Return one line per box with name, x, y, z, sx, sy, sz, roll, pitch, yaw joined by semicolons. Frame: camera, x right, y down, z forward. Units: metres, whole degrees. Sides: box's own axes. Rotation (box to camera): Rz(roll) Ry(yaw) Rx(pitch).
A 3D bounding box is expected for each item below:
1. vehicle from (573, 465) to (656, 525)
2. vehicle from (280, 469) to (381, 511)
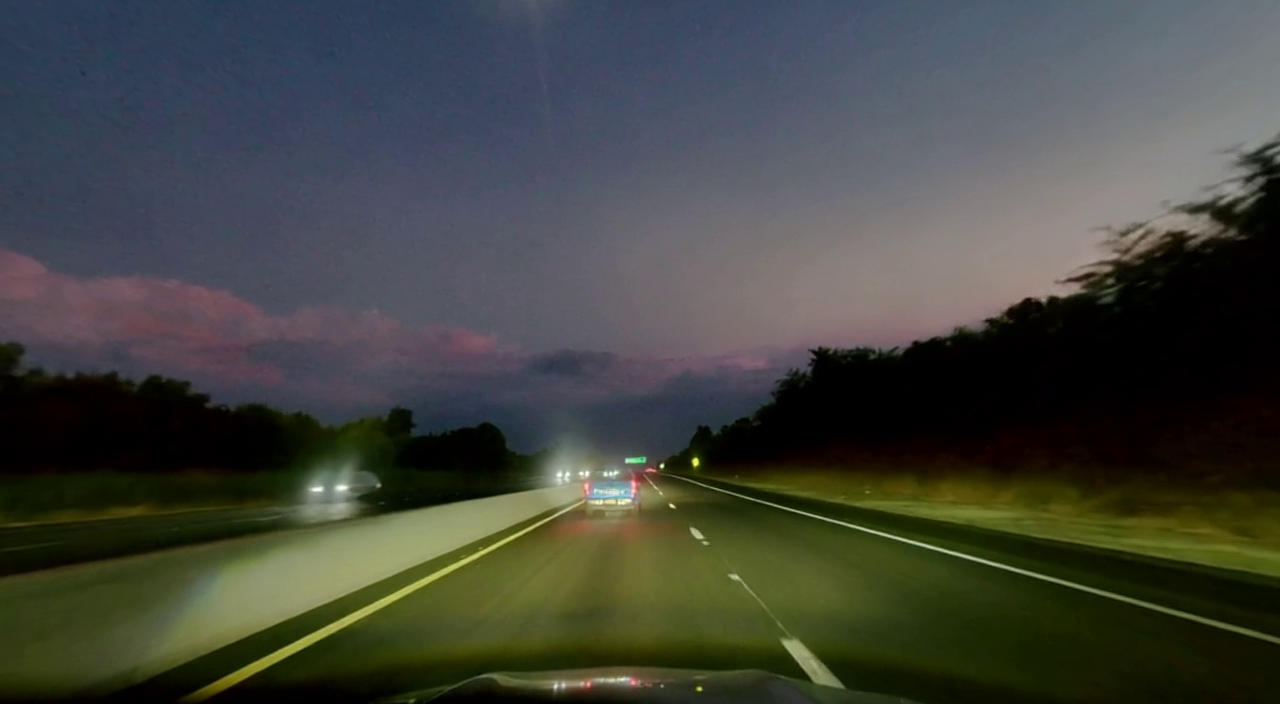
vehicle;-0.630;4.192;18.953;2.135;1.506;5.041;1;-10;1
vehicle;-13.414;6.002;27.746;2.067;1.534;4.802;-3;-10;-1
